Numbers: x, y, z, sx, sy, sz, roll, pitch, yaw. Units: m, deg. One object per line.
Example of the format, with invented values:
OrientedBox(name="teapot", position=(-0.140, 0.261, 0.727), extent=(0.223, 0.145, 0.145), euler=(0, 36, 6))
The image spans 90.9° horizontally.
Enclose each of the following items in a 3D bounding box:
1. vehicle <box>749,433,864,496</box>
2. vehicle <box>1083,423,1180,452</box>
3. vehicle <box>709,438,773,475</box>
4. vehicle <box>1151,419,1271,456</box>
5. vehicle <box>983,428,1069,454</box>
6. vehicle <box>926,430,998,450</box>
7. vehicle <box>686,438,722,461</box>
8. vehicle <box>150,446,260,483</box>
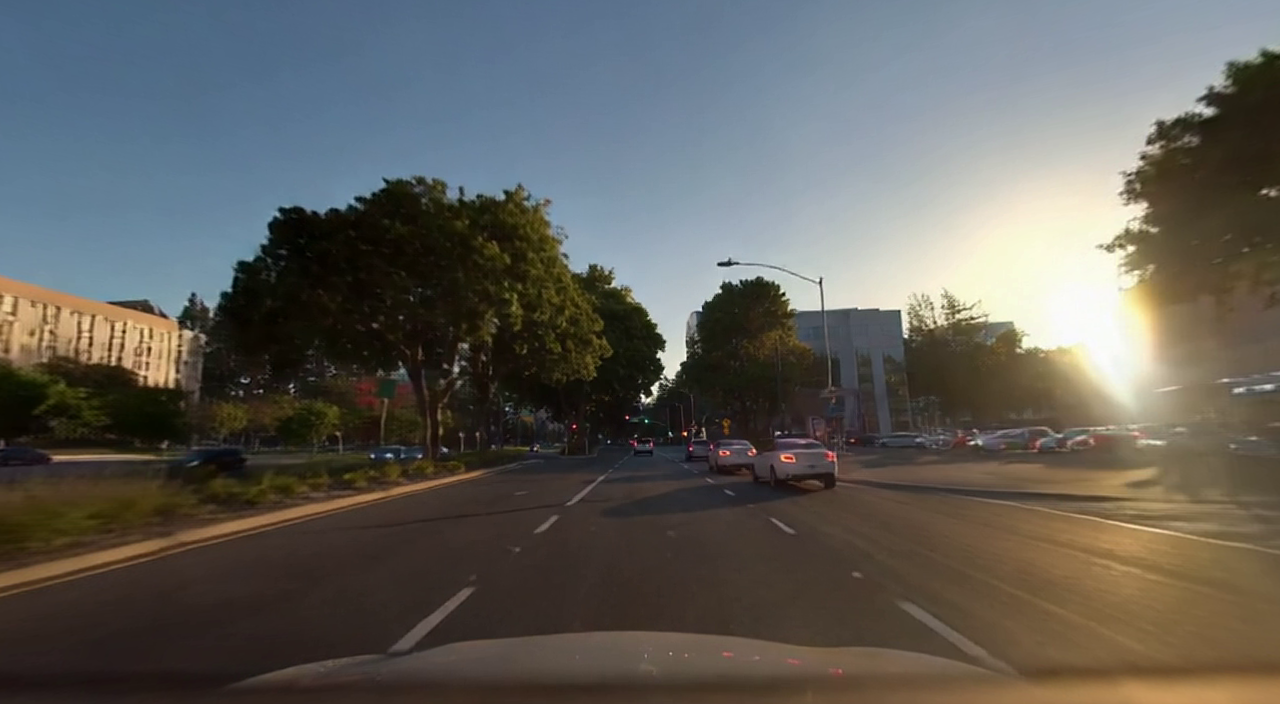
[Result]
OrientedBox(name="vehicle", position=(4.308, 2.964, 17.025), extent=(1.913, 1.463, 4.198), euler=(0, -8, -1))
OrientedBox(name="vehicle", position=(29.168, 5.100, 37.498), extent=(1.859, 1.515, 3.978), euler=(-1, -8, -26))
OrientedBox(name="vehicle", position=(4.190, 4.395, 26.817), extent=(1.872, 1.431, 4.270), euler=(0, -8, -1))
OrientedBox(name="vehicle", position=(29.036, 4.330, 32.329), extent=(1.811, 1.664, 5.065), euler=(-3, -7, 6))
OrientedBox(name="vehicle", position=(23.697, 5.483, 38.782), extent=(1.837, 1.536, 4.036), euler=(6, -10, -37))
OrientedBox(name="vehicle", position=(24.120, 6.624, 47.410), extent=(1.826, 1.424, 4.544), euler=(4, -9, -28))
OrientedBox(name="vehicle", position=(4.325, 6.625, 43.205), extent=(1.939, 1.474, 4.716), euler=(0, -8, -1))
OrientedBox(name="vehicle", position=(-20.787, 5.358, 30.421), extent=(1.936, 1.603, 4.714), euler=(0, -8, 0))
